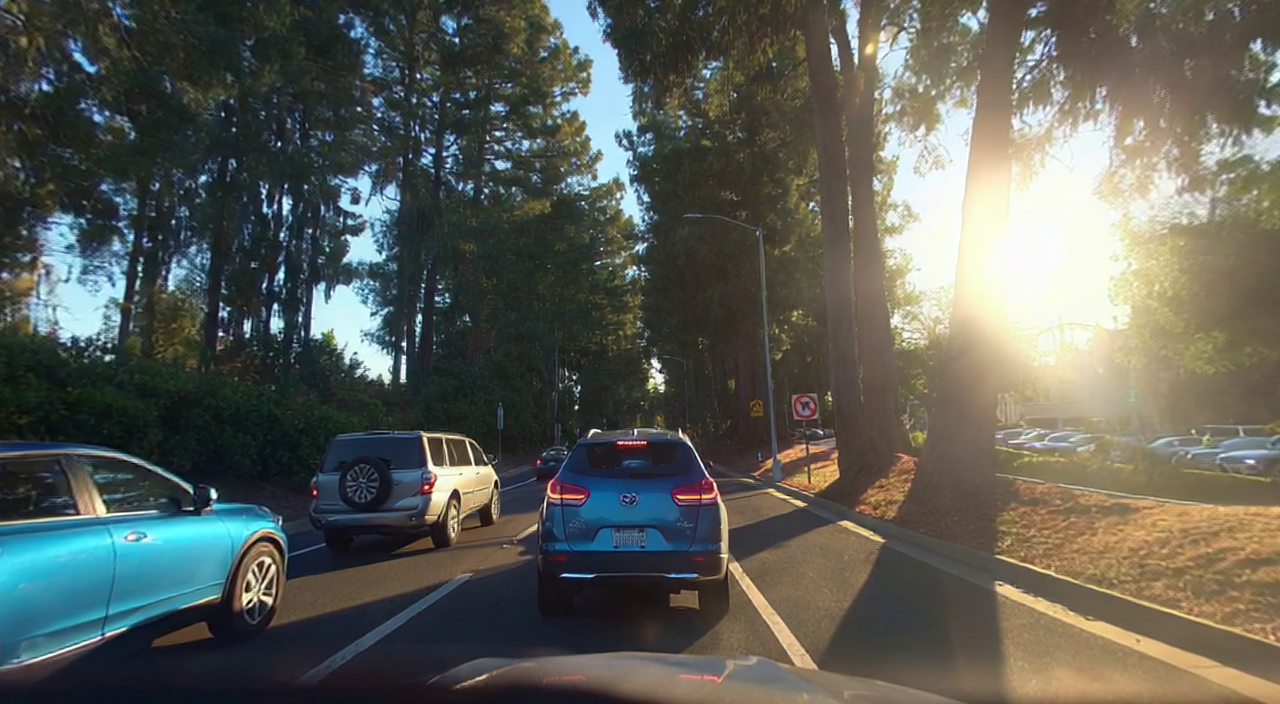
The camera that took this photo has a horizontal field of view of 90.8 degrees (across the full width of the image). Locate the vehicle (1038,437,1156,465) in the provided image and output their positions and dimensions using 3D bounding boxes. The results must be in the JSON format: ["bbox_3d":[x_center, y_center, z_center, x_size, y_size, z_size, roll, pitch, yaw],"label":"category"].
[{"bbox_3d":[28.488,6.180,39.471,5.955,1.702,2.166,1,-8,-6],"label":"vehicle"}]

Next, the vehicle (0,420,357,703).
[{"bbox_3d":[-3.662,1.166,3.621,1.922,1.464,4.424,0,-8,2],"label":"vehicle"}]

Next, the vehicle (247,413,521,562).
[{"bbox_3d":[-3.482,1.947,9.855,2.188,1.745,4.618,0,-8,2],"label":"vehicle"}]

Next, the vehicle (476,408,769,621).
[{"bbox_3d":[-0.032,1.524,6.832,2.229,1.591,3.897,-1,-8,3],"label":"vehicle"}]
